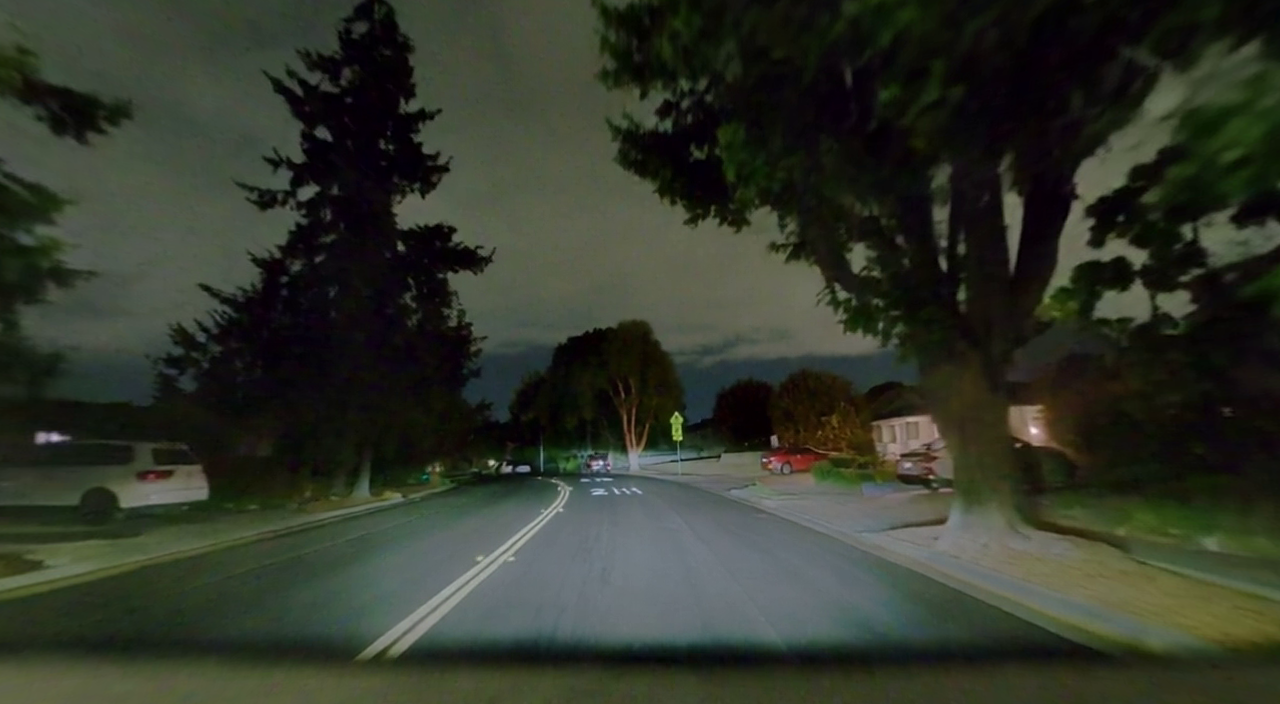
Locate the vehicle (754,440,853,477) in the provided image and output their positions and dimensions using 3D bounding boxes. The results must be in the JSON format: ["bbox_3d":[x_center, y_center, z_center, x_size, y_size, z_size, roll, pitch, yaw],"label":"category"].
[{"bbox_3d":[8.056,5.226,31.193,4.284,1.522,1.893,0,-8,-19],"label":"vehicle"}]

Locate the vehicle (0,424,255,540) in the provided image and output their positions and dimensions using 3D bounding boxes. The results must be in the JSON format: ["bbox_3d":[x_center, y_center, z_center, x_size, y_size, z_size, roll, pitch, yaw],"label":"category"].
[{"bbox_3d":[-10.276,2.522,13.031,2.073,1.899,4.869,1,-8,-7],"label":"vehicle"}]

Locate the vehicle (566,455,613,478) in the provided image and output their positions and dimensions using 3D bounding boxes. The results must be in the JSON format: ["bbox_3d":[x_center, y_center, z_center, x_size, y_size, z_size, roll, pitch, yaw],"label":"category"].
[{"bbox_3d":[-3.844,8.476,46.993,2.181,1.494,5.023,3,-9,-20],"label":"vehicle"}]

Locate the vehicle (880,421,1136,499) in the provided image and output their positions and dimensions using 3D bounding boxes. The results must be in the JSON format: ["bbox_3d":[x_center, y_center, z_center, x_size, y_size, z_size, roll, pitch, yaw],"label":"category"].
[{"bbox_3d":[9.270,2.665,16.006,5.751,1.733,2.138,2,-9,-17],"label":"vehicle"}]
